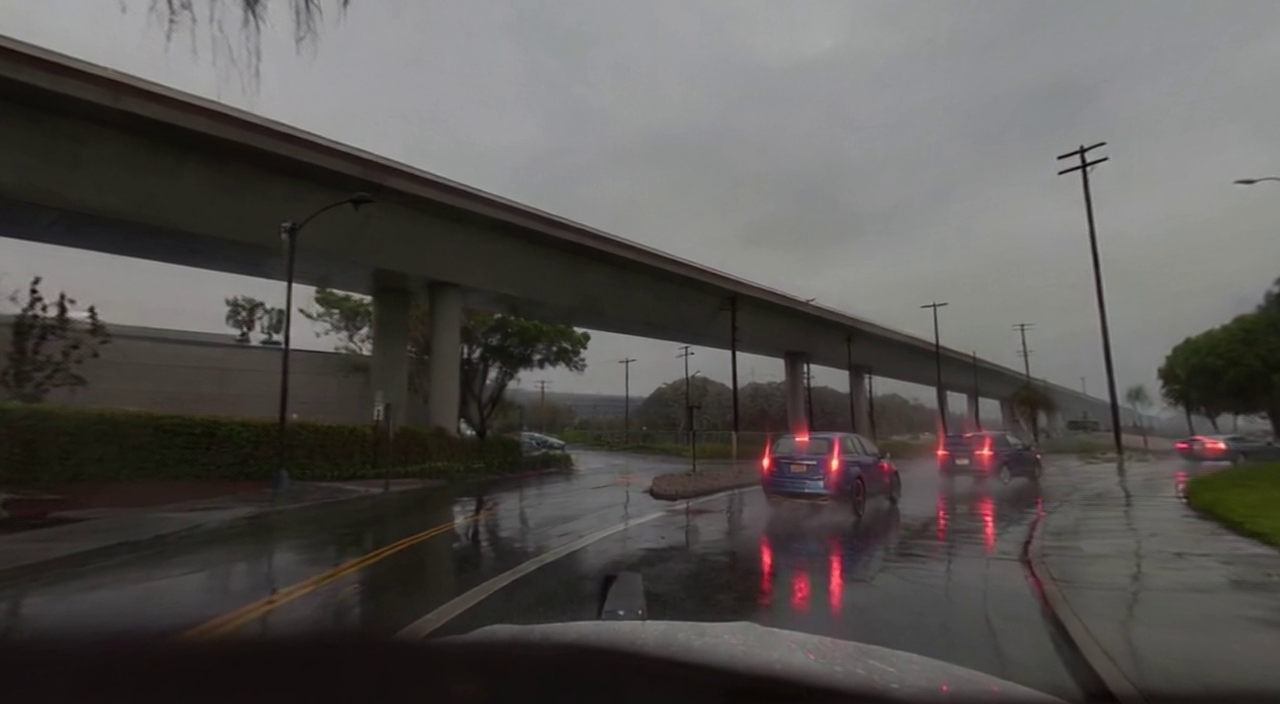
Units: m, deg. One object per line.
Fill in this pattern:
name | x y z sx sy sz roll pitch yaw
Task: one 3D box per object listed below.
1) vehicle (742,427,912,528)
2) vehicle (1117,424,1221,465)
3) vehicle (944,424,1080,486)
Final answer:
vehicle | 3.889 2.359 12.543 2.087 1.578 4.652 -5 -10 30
vehicle | 24.974 4.368 29.799 4.310 1.762 1.995 4 -9 -25
vehicle | 12.962 3.545 21.931 4.771 1.885 2.241 6 -11 -36
